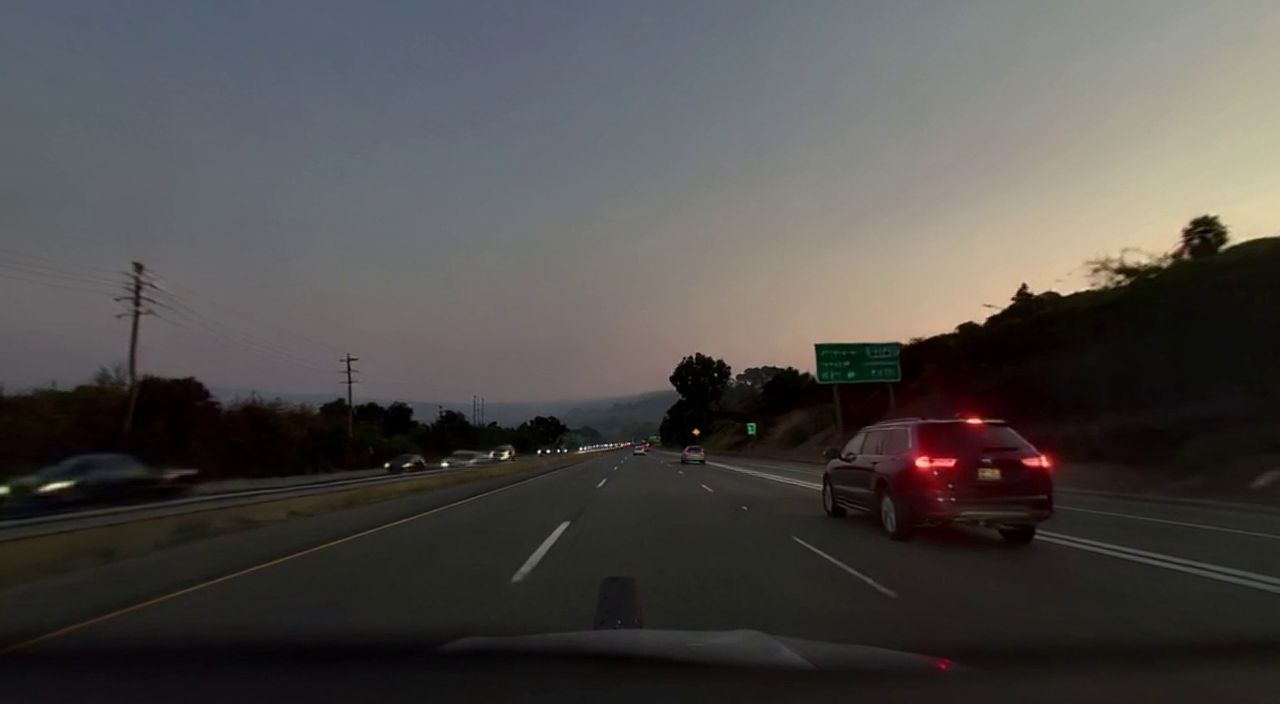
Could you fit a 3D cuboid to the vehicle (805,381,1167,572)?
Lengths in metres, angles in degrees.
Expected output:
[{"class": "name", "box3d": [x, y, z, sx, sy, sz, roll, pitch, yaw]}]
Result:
[{"class": "vehicle", "box3d": [4.183, 1.662, 9.013, 2.177, 1.914, 5.245, 0, -9, 0]}]

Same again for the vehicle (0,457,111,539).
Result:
[{"class": "vehicle", "box3d": [-13.095, 2.844, 12.255, 1.902, 1.516, 4.079, 0, -9, 0]}]

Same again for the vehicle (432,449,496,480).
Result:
[{"class": "vehicle", "box3d": [-9.263, 5.947, 33.414, 2.012, 1.523, 4.777, 0, -9, 0]}]

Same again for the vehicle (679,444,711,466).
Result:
[{"class": "vehicle", "box3d": [3.937, 7.455, 45.302, 1.917, 1.488, 3.693, 0, -9, -2]}]

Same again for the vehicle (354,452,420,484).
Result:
[{"class": "vehicle", "box3d": [-13.102, 6.009, 32.743, 1.811, 1.500, 3.805, 0, -9, 1]}]
